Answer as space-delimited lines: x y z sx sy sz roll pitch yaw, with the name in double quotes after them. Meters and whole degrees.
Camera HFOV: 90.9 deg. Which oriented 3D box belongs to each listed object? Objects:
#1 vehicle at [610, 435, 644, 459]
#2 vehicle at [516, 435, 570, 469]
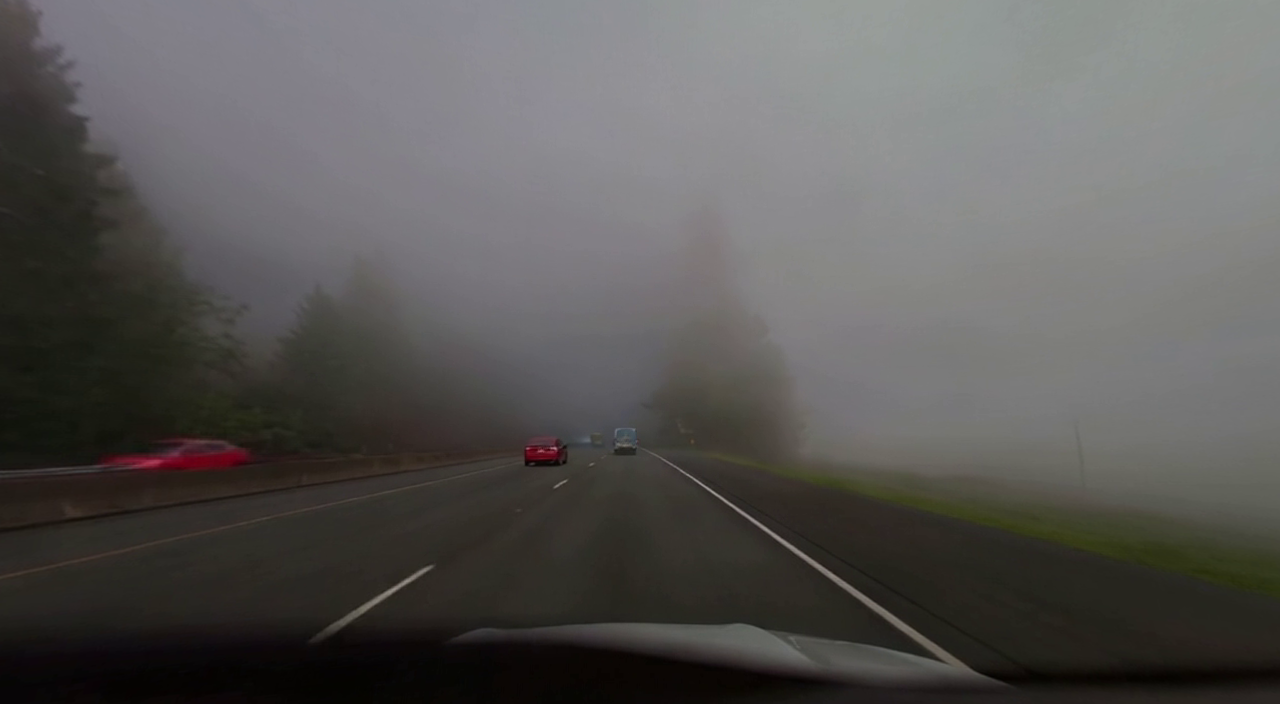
-0.837 6.321 42.065 2.162 1.460 4.242 0 -8 0 "vehicle"
-4.362 4.534 28.863 1.907 1.445 4.049 0 -8 -1 "vehicle"
